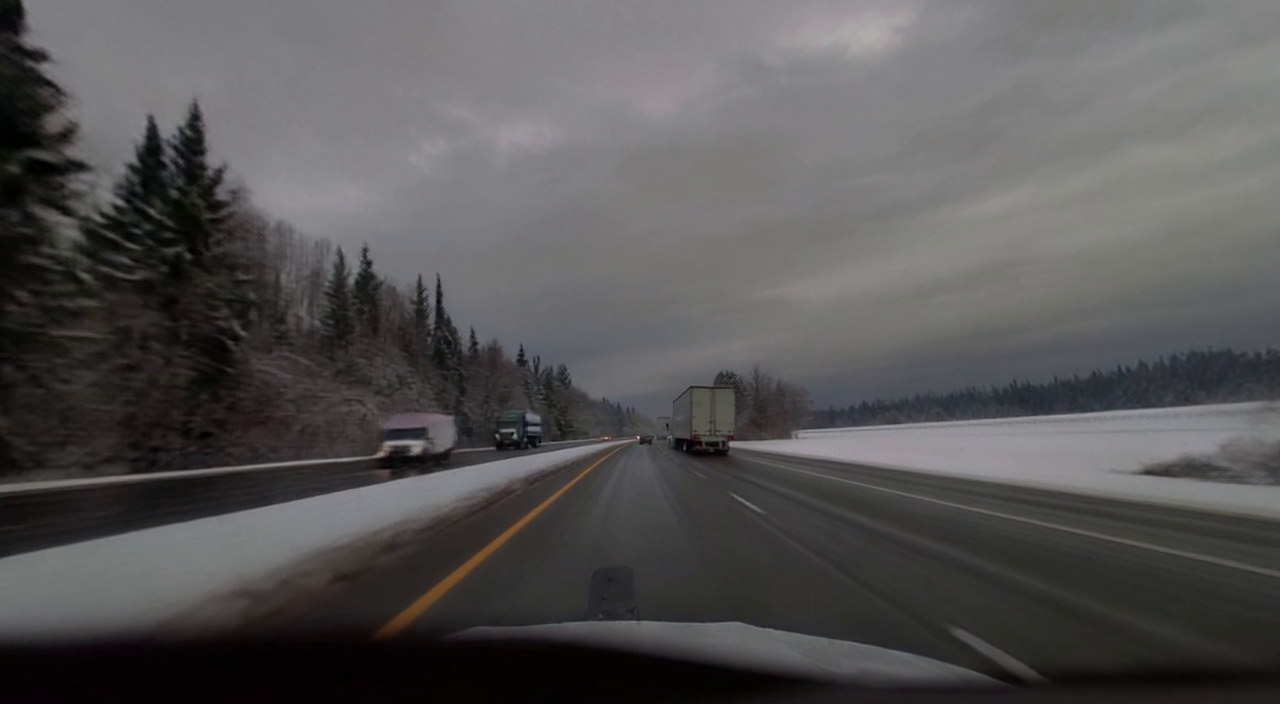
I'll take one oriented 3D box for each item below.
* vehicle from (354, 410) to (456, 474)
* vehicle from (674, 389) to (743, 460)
[{"bbox_3d":[-11.019,4.274,30.218,2.430,2.718,5.799,0,-8,2],"label":"vehicle"},{"bbox_3d":[4.251,4.992,42.651,2.951,4.007,13.976,0,-8,-1],"label":"vehicle"}]
